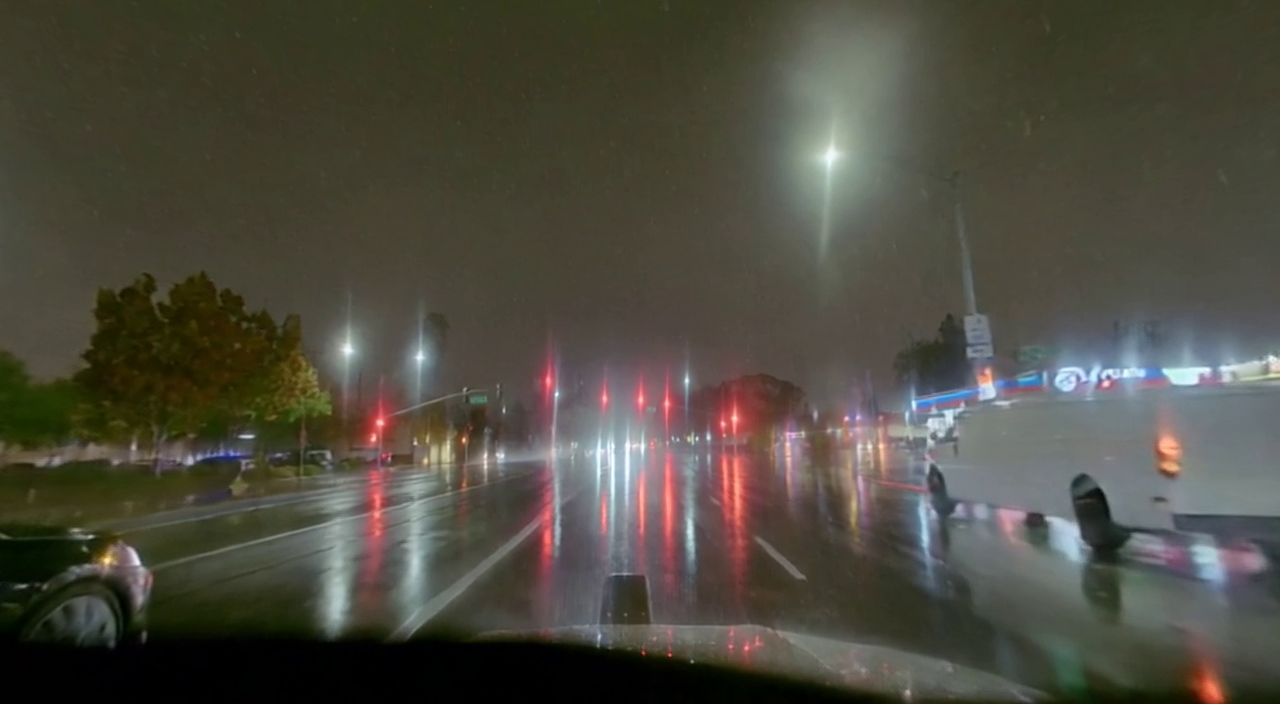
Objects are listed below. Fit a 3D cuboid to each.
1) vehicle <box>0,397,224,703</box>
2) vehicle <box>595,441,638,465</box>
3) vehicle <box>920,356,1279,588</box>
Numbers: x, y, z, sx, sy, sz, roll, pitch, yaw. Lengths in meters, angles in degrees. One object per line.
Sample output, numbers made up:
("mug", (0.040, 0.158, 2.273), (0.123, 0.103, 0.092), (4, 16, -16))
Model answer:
("vehicle", (-3.445, 0.775, 1.412), (2.018, 1.470, 4.346), (0, -8, 0))
("vehicle", (-1.476, 6.506, 40.951), (2.082, 1.460, 4.442), (-1, -8, 7))
("vehicle", (7.185, 1.659, 9.650), (2.764, 2.327, 6.492), (0, -8, 0))
